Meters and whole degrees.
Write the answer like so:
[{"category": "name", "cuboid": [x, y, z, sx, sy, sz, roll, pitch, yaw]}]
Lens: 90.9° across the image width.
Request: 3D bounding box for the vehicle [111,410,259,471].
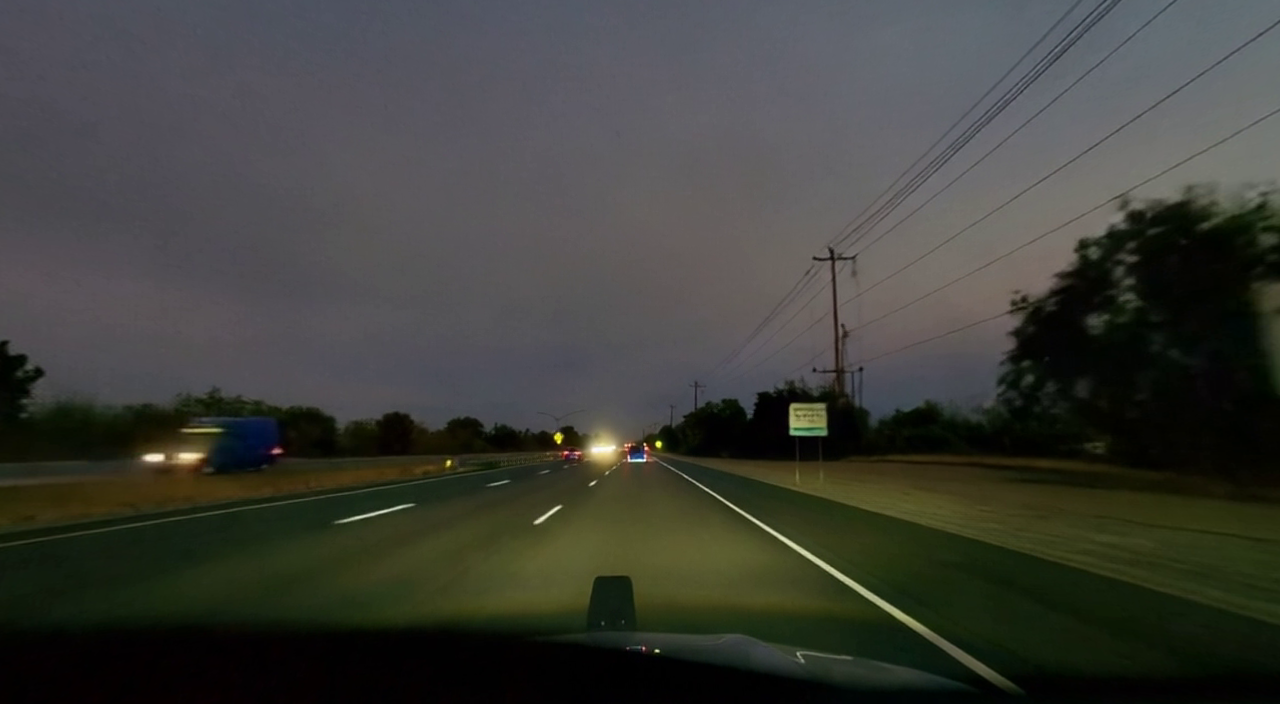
[{"category": "vehicle", "cuboid": [-18.921, 3.768, 26.658, 2.217, 2.296, 5.314, 0, -9, 0]}]
